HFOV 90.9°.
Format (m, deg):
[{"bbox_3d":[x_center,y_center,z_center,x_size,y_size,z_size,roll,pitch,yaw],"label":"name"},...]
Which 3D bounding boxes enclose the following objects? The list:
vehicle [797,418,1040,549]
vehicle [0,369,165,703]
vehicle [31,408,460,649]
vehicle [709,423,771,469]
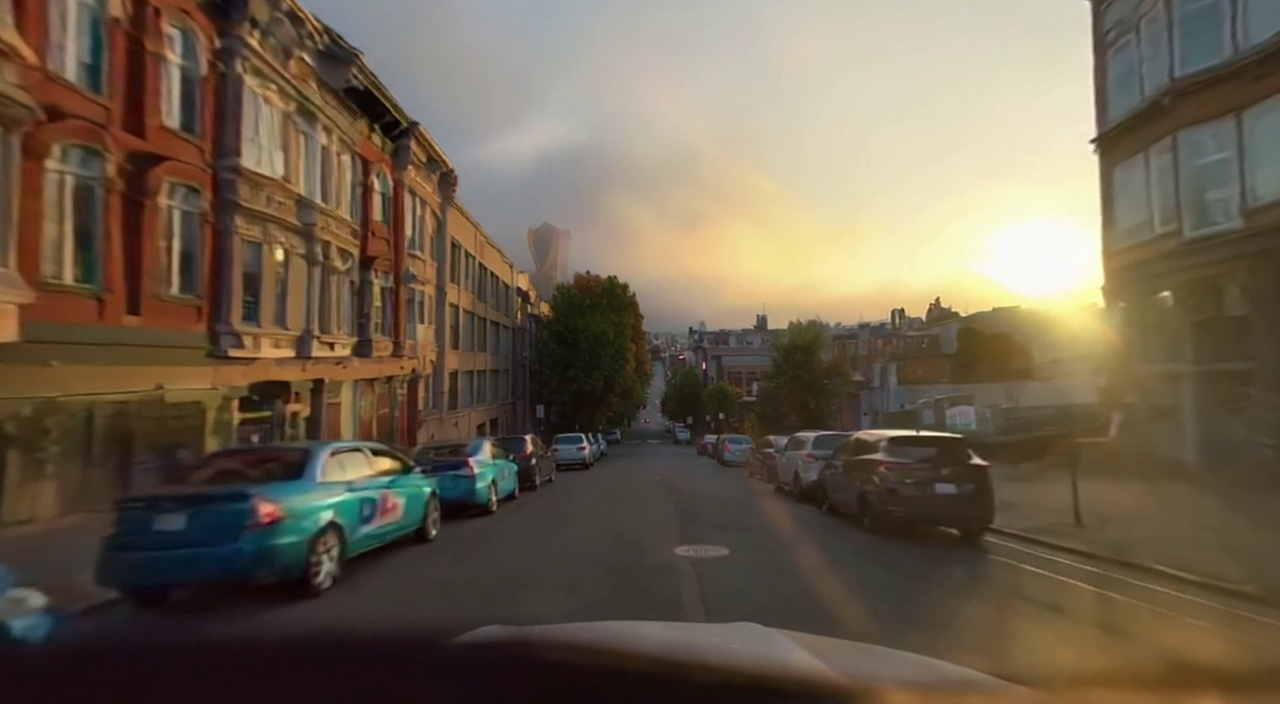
[{"bbox_3d":[3.825,1.811,9.518,1.896,1.549,3.845,0,-7,0],"label":"vehicle"},{"bbox_3d":[-3.291,0.714,1.108,1.867,1.519,3.920,2,-4,-1],"label":"vehicle"},{"bbox_3d":[-3.445,1.458,6.643,1.859,1.508,4.144,2,-3,0],"label":"vehicle"},{"bbox_3d":[4.245,4.037,27.413,1.879,1.802,4.574,0,-7,-1],"label":"vehicle"}]
